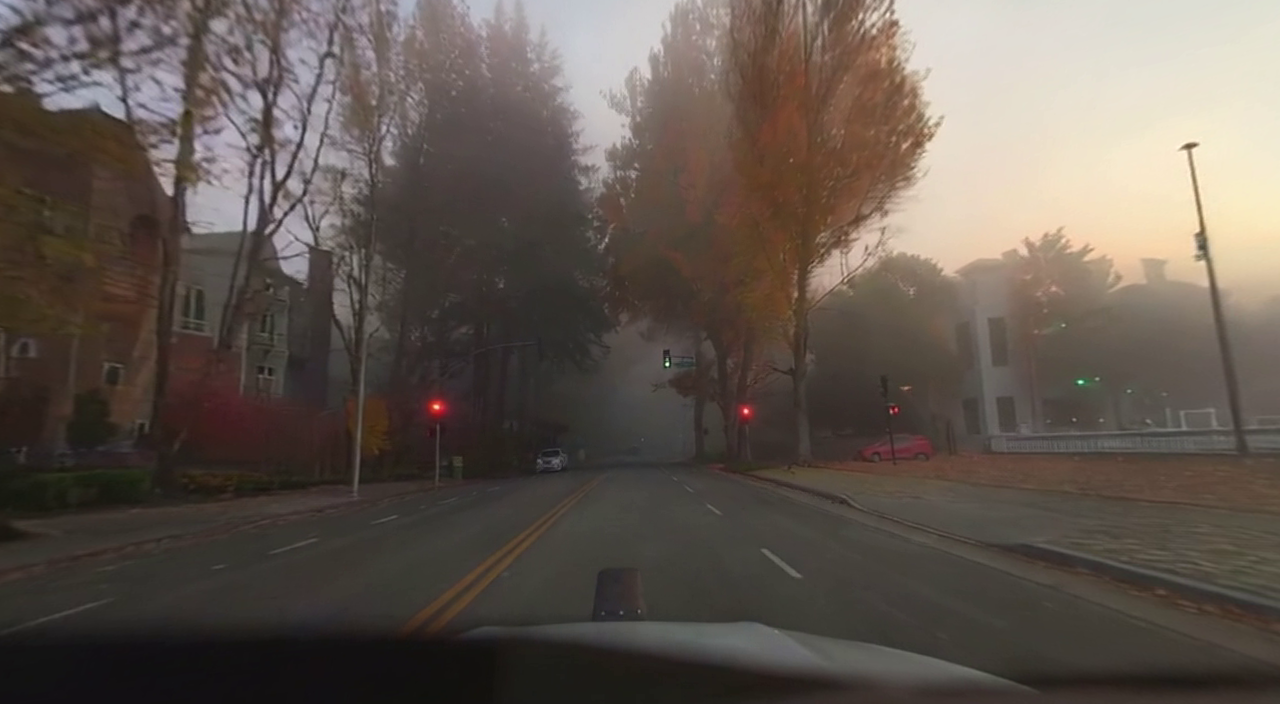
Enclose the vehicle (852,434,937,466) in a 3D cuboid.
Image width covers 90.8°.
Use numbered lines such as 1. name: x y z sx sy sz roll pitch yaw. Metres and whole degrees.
1. vehicle: 14.503 5.636 36.288 4.365 1.702 1.897 -3 -9 18
